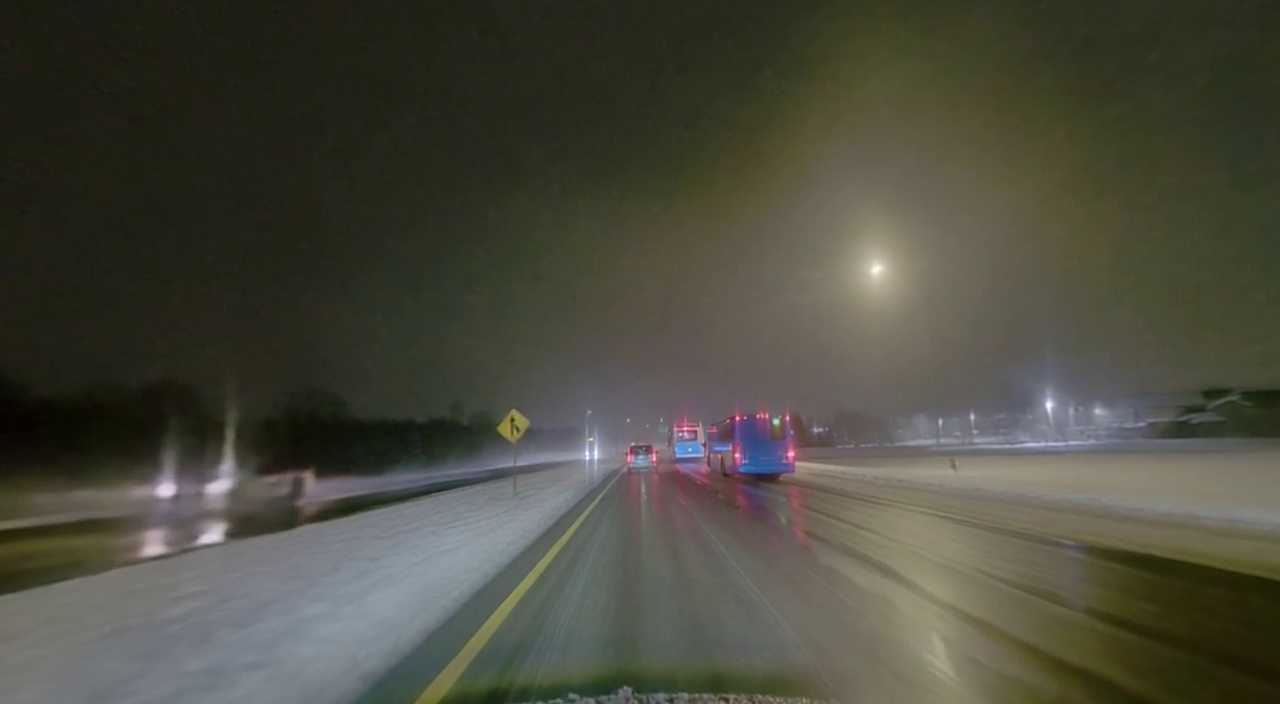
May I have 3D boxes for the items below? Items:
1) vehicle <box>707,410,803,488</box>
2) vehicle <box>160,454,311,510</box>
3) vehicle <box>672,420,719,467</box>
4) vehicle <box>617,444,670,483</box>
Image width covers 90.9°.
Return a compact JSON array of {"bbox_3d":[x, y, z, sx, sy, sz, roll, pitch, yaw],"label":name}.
[{"bbox_3d":[4.165,3.704,24.085,2.440,2.555,5.957,0,-9,-1],"label":"vehicle"},{"bbox_3d":[-12.518,4.017,19.898,2.025,1.546,4.069,0,-9,0],"label":"vehicle"},{"bbox_3d":[4.217,7.245,49.679,2.883,3.358,7.942,0,-9,-1],"label":"vehicle"},{"bbox_3d":[0.108,4.485,25.527,2.004,1.449,3.817,0,-9,-1],"label":"vehicle"}]
